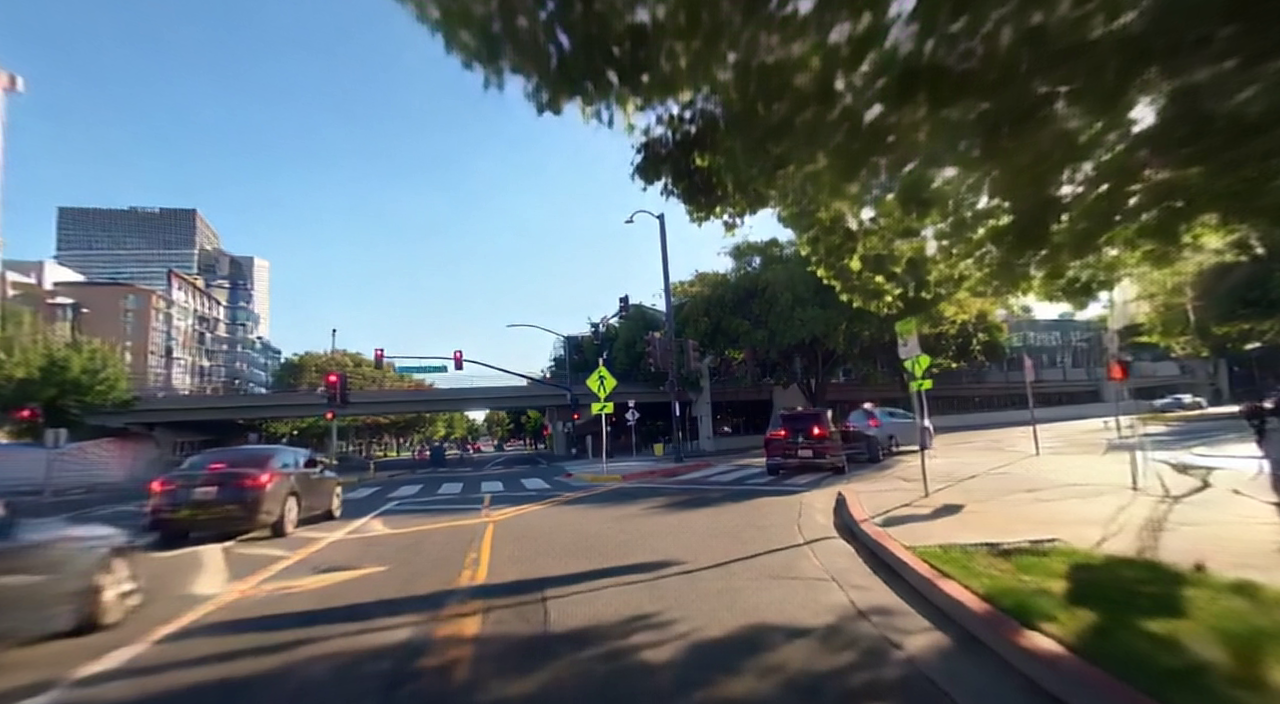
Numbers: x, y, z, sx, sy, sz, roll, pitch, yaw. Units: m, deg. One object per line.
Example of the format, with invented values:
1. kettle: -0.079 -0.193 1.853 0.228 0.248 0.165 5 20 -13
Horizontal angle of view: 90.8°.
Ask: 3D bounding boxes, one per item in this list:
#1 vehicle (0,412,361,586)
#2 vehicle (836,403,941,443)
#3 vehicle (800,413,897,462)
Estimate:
1. vehicle: -5.796 1.859 9.138 2.066 1.672 5.581 2 -9 -12
2. vehicle: 13.069 3.770 33.208 5.144 1.954 2.122 4 -9 -27
3. vehicle: 7.745 3.164 23.261 1.908 1.622 4.166 -7 -11 39
